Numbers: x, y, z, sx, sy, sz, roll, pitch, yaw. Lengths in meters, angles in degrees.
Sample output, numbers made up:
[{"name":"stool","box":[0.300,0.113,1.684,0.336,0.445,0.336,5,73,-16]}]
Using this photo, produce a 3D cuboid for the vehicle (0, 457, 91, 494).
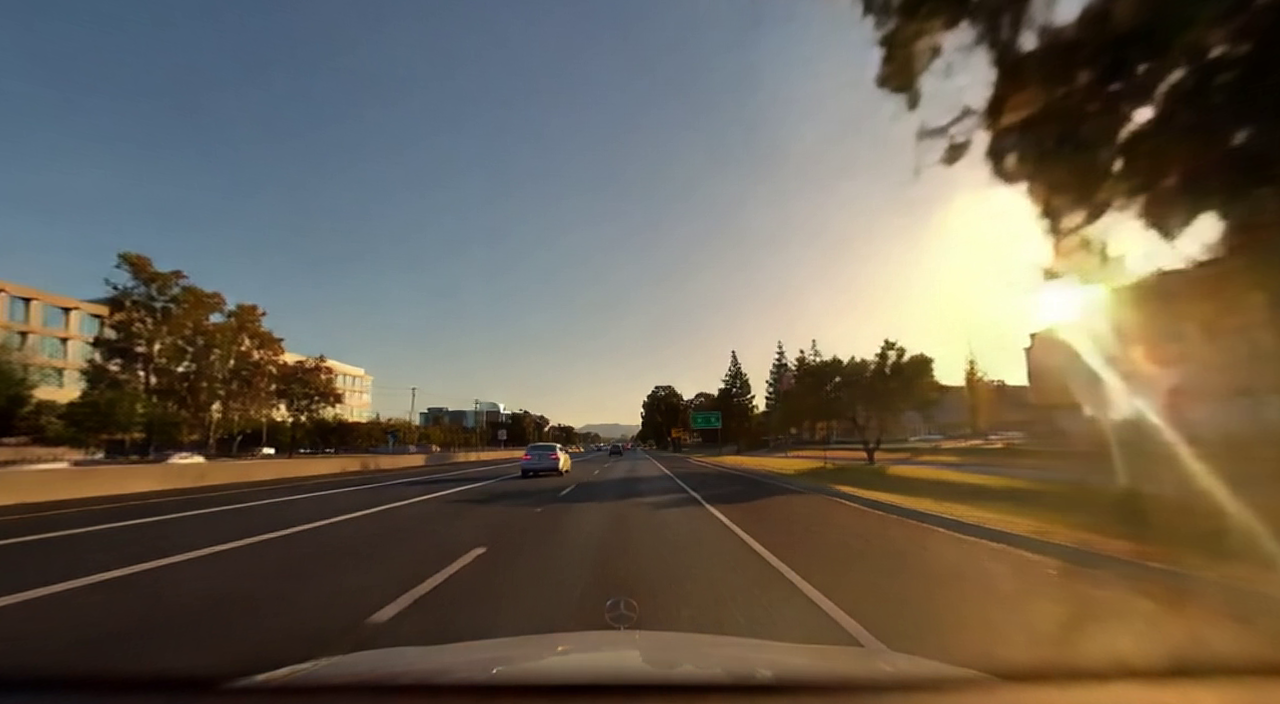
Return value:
[{"name":"vehicle","box":[-28.220,5.635,29.130,1.811,1.474,4.446,0,-8,0]}]

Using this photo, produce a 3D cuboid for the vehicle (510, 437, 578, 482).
[{"name":"vehicle","box":[-4.010,4.578,27.290,2.150,1.761,4.697,0,-8,1]}]

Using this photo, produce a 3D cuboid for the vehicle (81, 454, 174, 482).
[{"name":"vehicle","box":[-31.986,7.240,39.649,1.907,1.524,4.657,0,-8,1]}]
